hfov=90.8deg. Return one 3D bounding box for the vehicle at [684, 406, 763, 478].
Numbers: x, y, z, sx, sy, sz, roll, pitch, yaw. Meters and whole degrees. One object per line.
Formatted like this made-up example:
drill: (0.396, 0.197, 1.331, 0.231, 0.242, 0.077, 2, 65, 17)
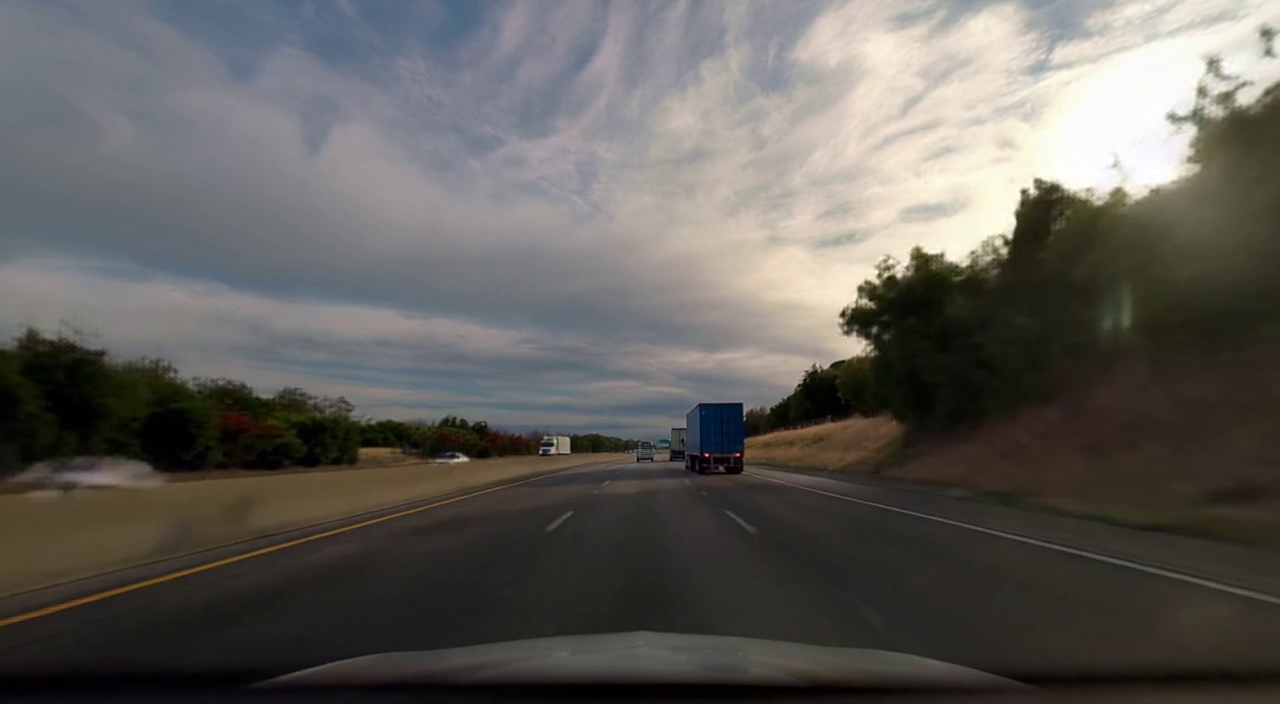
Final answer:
vehicle: (4.319, 4.980, 34.678, 2.960, 3.381, 8.914, 0, -9, -1)
